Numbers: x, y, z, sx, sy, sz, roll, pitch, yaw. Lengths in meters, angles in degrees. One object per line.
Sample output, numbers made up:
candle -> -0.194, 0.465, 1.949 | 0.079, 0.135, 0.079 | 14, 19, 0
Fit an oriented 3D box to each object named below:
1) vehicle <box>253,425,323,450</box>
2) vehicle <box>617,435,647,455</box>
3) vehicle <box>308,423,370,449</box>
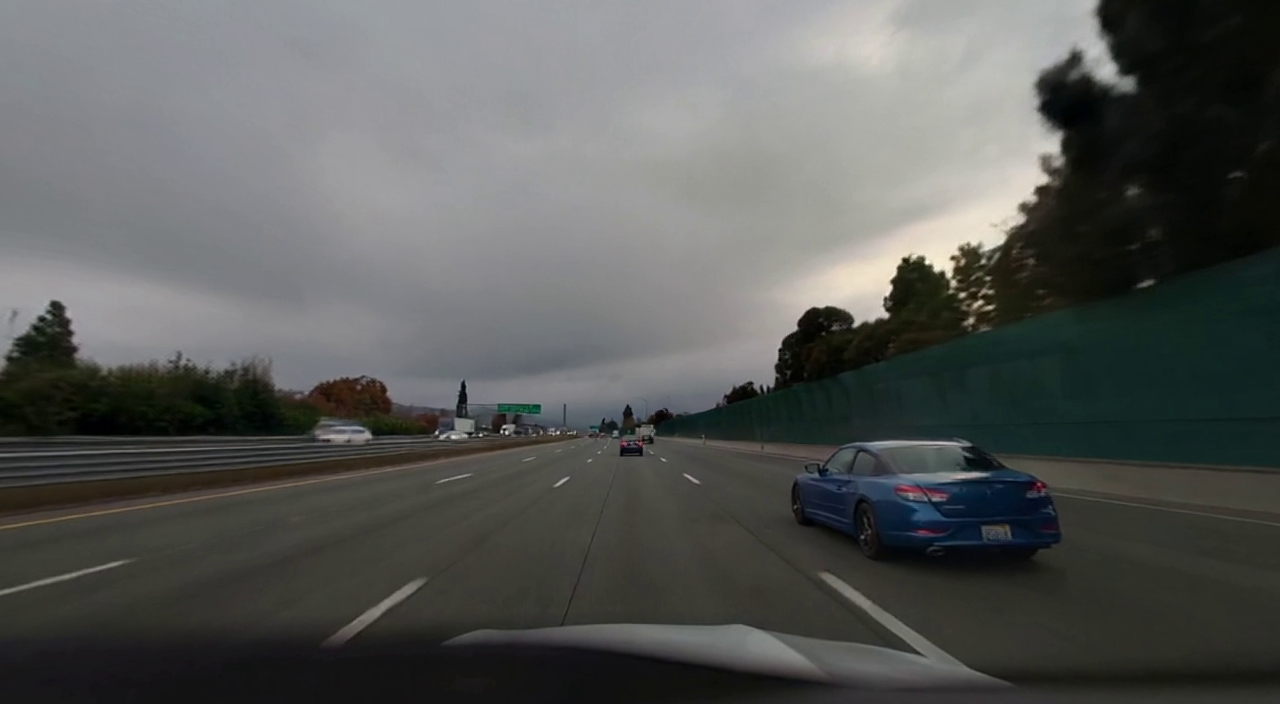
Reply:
vehicle -> -22.555, 5.501, 40.513 | 2.016, 1.544, 4.478 | 0, -8, -1
vehicle -> -0.654, 7.034, 47.905 | 2.121, 1.445, 4.187 | 0, -8, -2
vehicle -> -18.916, 5.337, 39.718 | 1.881, 1.526, 4.317 | 0, -8, -1
